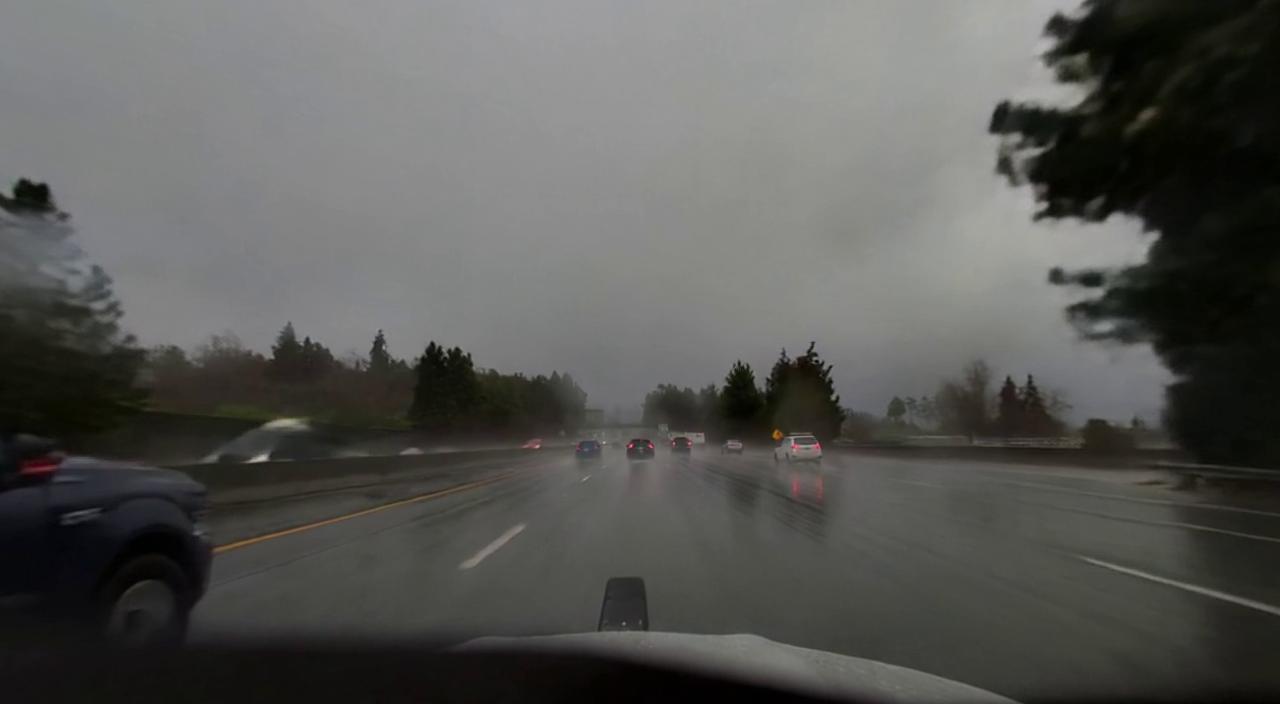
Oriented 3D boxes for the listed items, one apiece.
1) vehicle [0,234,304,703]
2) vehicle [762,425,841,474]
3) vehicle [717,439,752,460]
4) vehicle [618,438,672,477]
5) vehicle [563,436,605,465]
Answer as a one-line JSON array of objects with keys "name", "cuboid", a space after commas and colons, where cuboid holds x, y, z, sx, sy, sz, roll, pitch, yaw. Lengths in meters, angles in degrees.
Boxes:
[{"name": "vehicle", "cuboid": [-3.367, 0.449, 0.911, 2.487, 1.979, 5.742, -1, -8, 1]}, {"name": "vehicle", "cuboid": [7.024, 4.309, 28.020, 2.094, 1.916, 5.099, 0, -8, -1]}, {"name": "vehicle", "cuboid": [7.081, 7.344, 47.583, 1.894, 1.511, 4.148, 0, -8, -1]}, {"name": "vehicle", "cuboid": [0.184, 4.350, 26.353, 2.071, 1.464, 4.162, 0, -8, 0]}, {"name": "vehicle", "cuboid": [-3.416, 6.121, 39.344, 2.140, 1.720, 4.410, 0, -8, 1]}]
